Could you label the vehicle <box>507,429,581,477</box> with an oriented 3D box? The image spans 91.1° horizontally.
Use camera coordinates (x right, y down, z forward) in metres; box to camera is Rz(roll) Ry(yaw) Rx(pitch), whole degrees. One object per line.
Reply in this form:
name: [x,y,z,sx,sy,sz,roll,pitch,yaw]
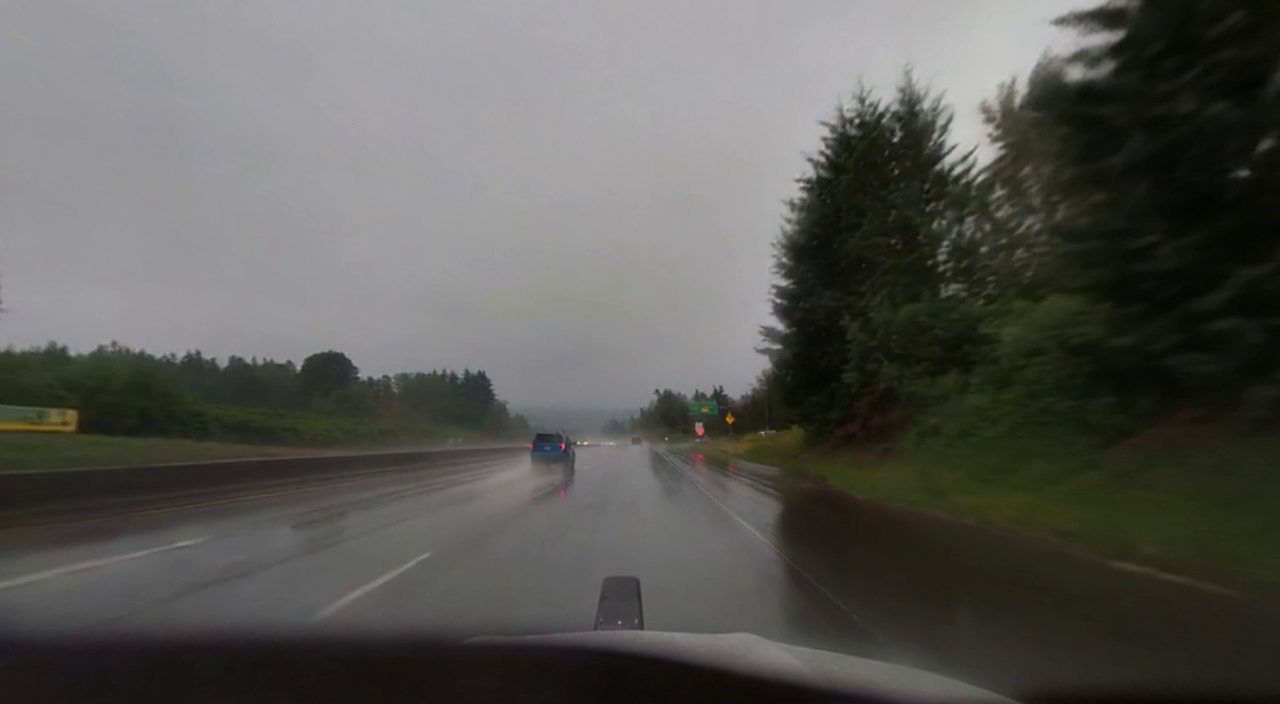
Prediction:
vehicle: [-3.618,3.883,24.466,2.125,1.662,4.336,-1,-8,1]
